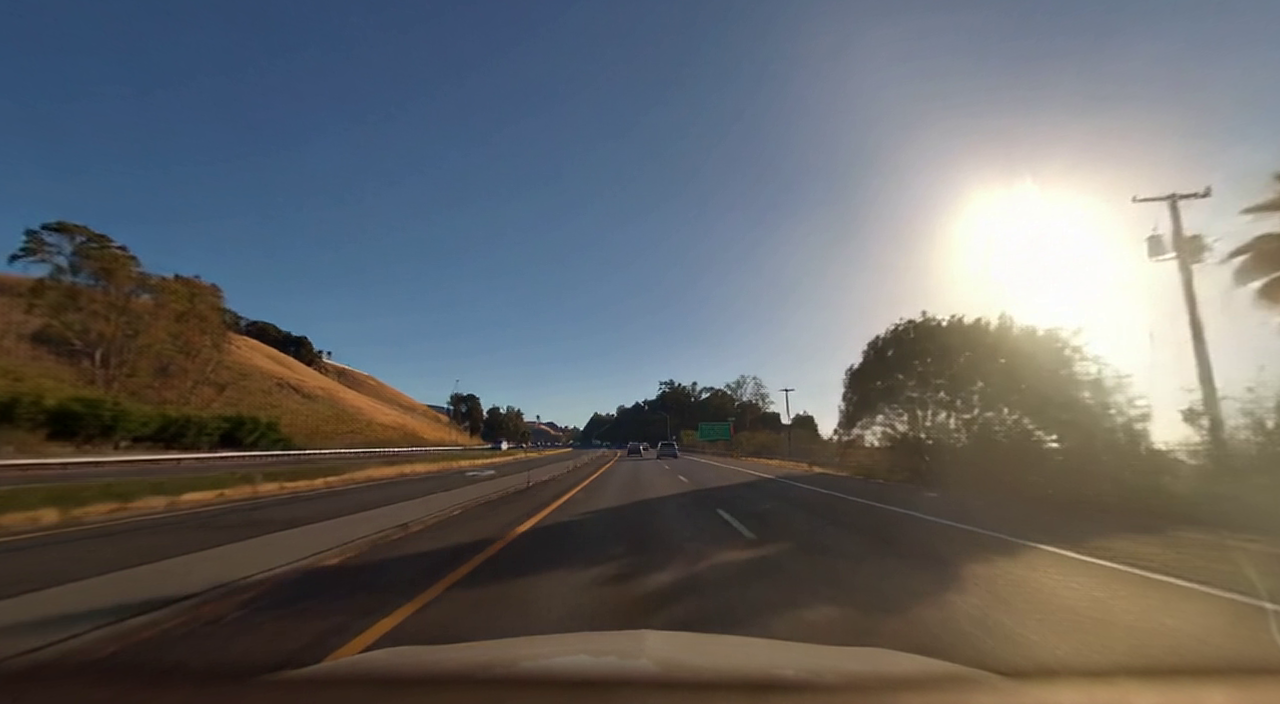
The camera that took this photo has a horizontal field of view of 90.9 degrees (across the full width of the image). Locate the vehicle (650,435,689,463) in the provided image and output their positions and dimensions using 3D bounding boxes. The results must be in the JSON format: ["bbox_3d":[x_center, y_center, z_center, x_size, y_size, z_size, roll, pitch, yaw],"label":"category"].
[{"bbox_3d":[2.147,7.313,47.657,2.431,1.916,4.808,0,-8,-3],"label":"vehicle"}]
